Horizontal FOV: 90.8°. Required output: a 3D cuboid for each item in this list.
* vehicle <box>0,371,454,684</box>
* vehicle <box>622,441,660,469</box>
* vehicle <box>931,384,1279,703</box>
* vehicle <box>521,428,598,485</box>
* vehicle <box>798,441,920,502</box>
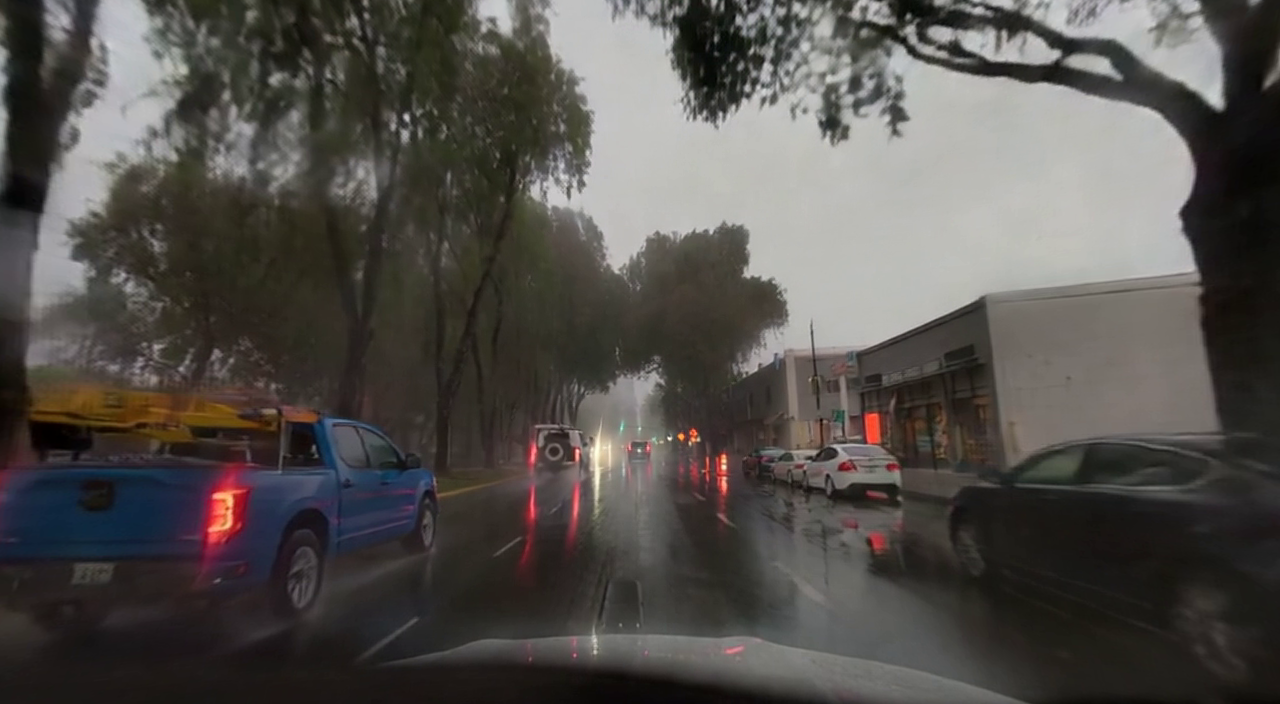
[{"bbox_3d":[-3.585,1.326,5.889,2.327,1.775,4.430,0,-9,0],"label":"vehicle"},{"bbox_3d":[-0.018,6.977,42.829,2.413,1.748,4.406,0,-9,-2],"label":"vehicle"},{"bbox_3d":[4.230,1.214,4.752,2.082,1.601,4.451,-1,-9,2],"label":"vehicle"},{"bbox_3d":[-3.186,4.306,26.328,2.424,2.063,5.678,0,-9,1],"label":"vehicle"},{"bbox_3d":[6.055,3.338,18.128,2.045,1.505,4.615,-1,-9,3],"label":"vehicle"}]
